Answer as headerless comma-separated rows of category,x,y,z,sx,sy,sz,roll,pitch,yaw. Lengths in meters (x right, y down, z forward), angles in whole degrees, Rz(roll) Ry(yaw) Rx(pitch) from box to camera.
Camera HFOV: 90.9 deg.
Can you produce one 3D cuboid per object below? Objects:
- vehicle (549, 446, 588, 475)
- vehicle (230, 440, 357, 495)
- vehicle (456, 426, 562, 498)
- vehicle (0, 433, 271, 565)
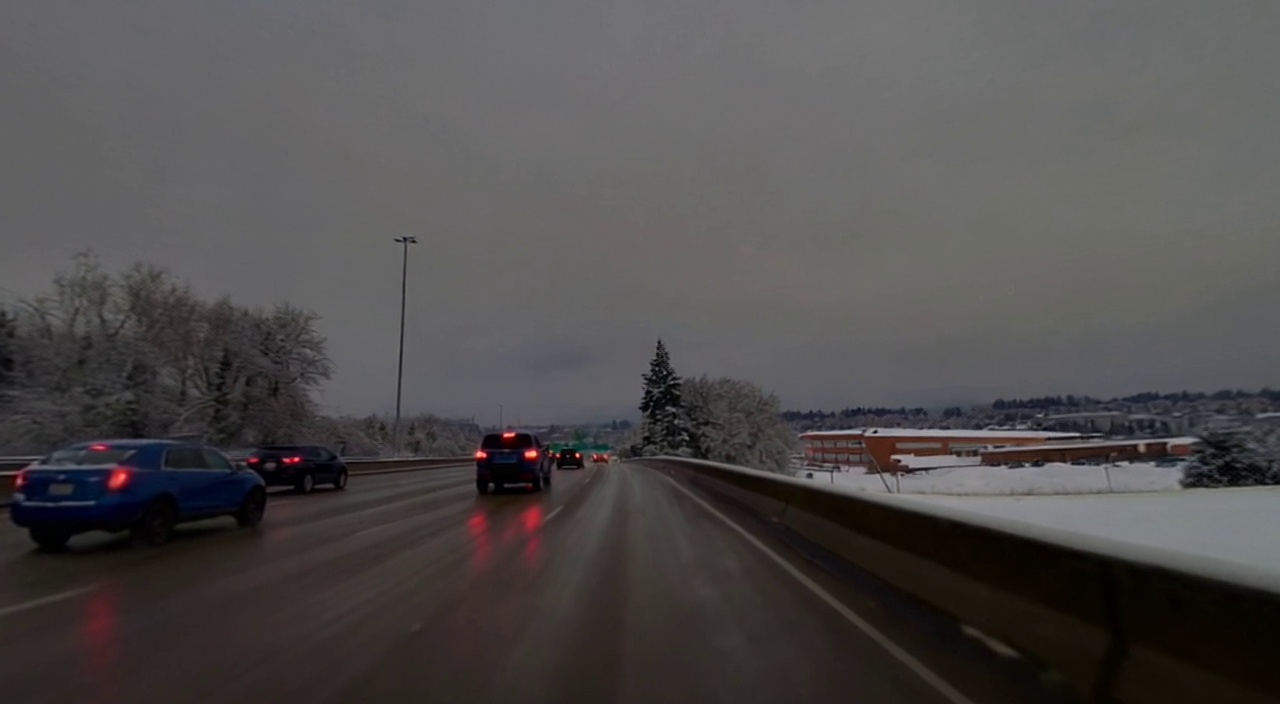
vehicle,-4.140,6.326,37.061,1.955,1.614,3.817,0,-8,-1
vehicle,-11.706,3.878,21.708,1.919,1.665,4.394,0,-8,-1
vehicle,-3.973,3.465,20.284,2.301,1.985,5.247,0,-8,0
vehicle,-7.243,1.957,9.062,1.796,1.509,3.393,0,-8,-1
